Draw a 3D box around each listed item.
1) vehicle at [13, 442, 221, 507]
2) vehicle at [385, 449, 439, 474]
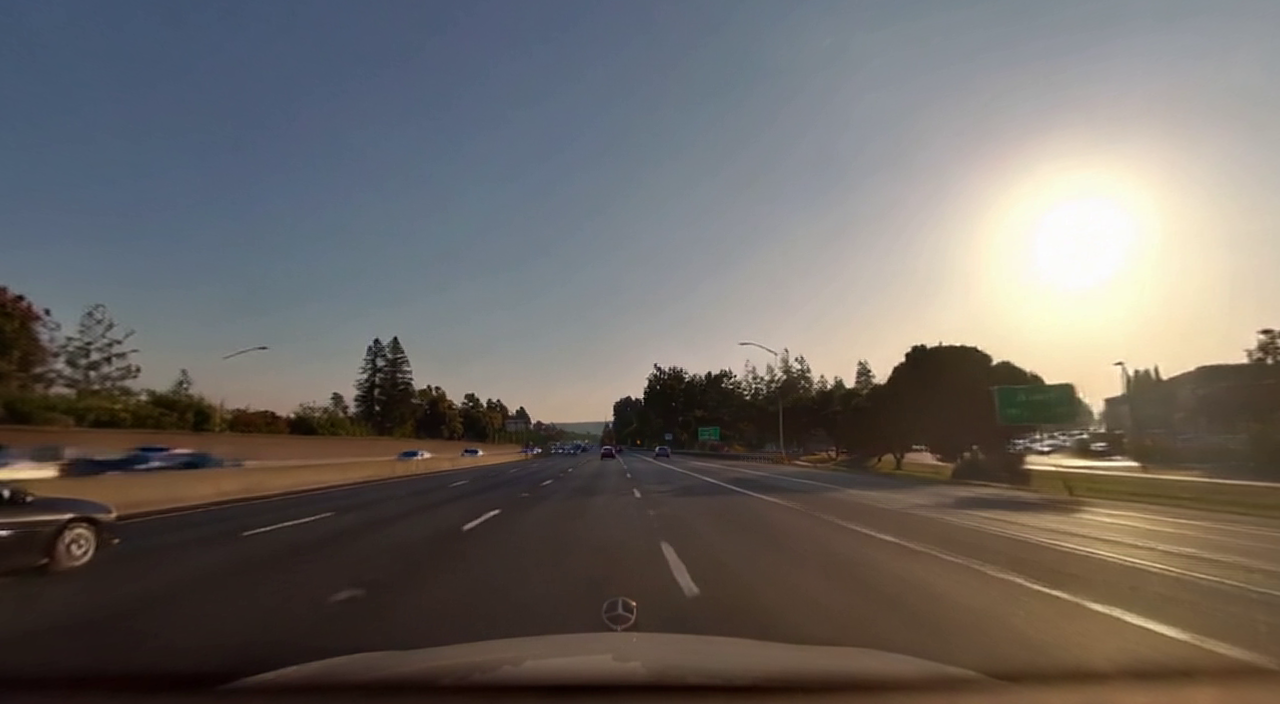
[{"bbox_3d":[-13.496,3.148,16.741,1.903,1.484,4.320,0,-9,-2],"label":"vehicle"},{"bbox_3d":[-14.523,6.991,40.523,1.875,1.464,4.405,0,-9,-1],"label":"vehicle"}]
